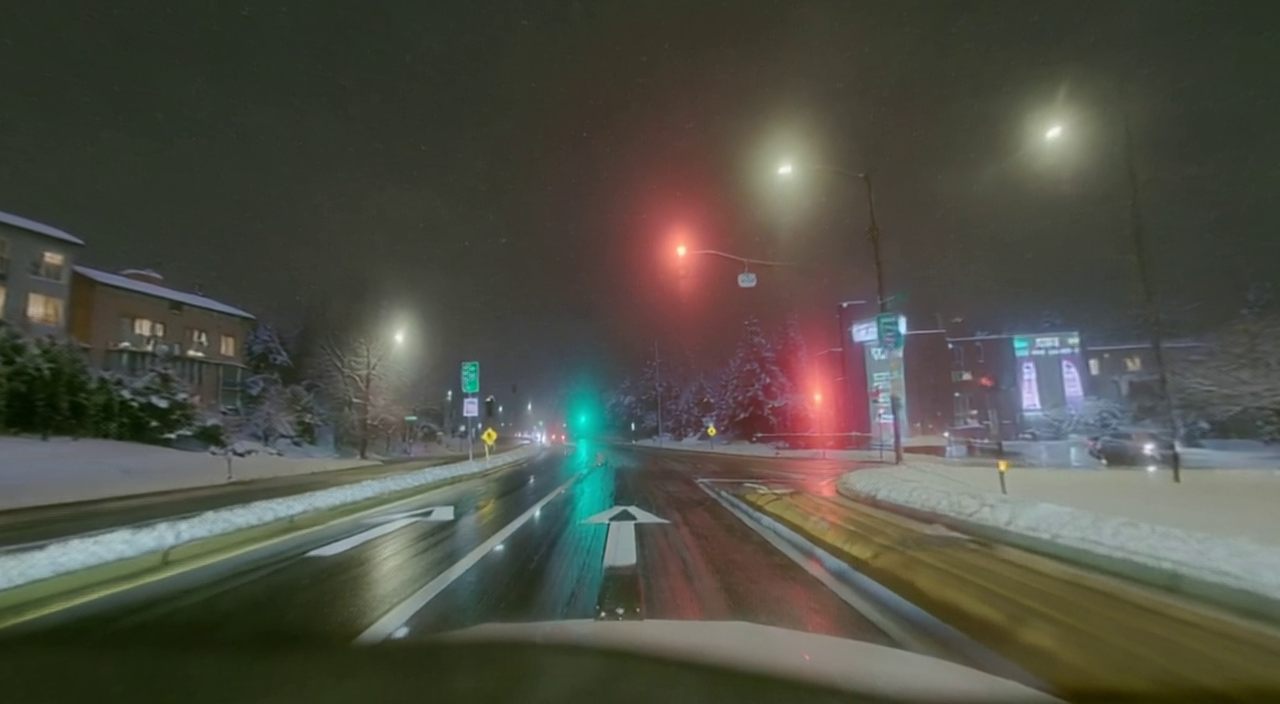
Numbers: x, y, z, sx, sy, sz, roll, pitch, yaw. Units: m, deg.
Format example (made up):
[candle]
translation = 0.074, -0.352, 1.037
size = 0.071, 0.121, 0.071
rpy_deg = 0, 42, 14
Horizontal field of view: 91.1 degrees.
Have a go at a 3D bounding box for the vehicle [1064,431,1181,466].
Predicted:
[vehicle]
translation = 22.285, 4.483, 29.156
size = 1.717, 1.486, 3.824
rpy_deg = 4, -10, -32
